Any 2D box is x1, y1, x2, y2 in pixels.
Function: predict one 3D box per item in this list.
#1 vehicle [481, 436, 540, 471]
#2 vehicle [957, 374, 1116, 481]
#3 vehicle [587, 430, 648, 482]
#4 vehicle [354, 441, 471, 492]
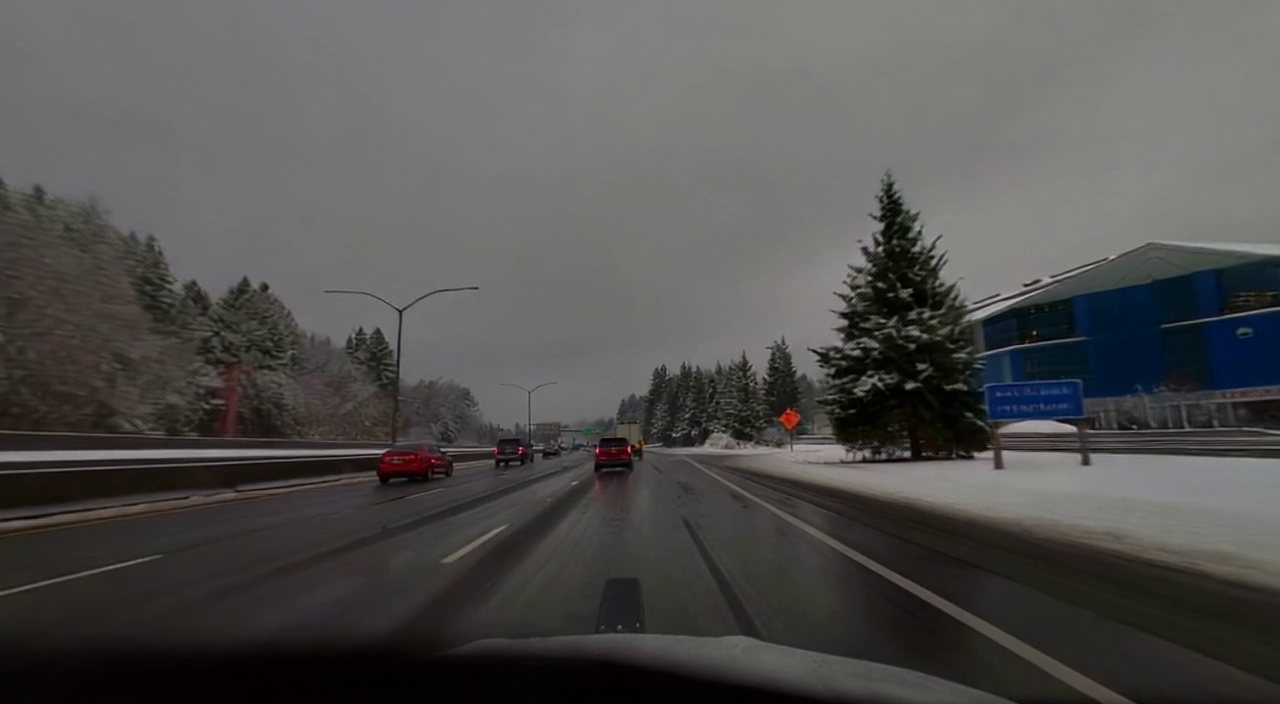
[{"bbox_3d":[-7.671,6.078,37.986,2.328,1.927,5.880,0,-9,0],"label":"vehicle"},{"bbox_3d":[14.333,2.824,23.203,2.879,3.559,4.020,0,-9,-3],"label":"vehicle"},{"bbox_3d":[-0.817,4.197,25.631,2.245,1.863,4.801,0,-9,0],"label":"vehicle"},{"bbox_3d":[-7.316,3.712,20.840,2.074,1.495,4.643,0,-9,1],"label":"vehicle"}]
